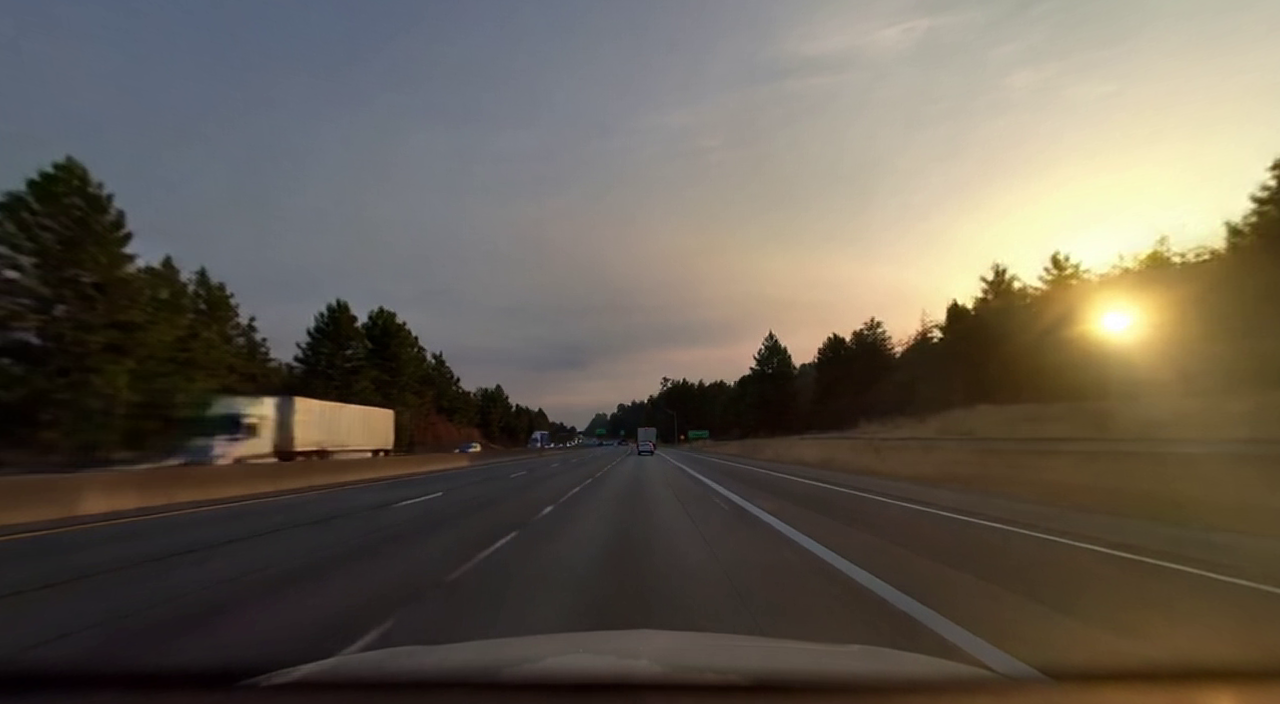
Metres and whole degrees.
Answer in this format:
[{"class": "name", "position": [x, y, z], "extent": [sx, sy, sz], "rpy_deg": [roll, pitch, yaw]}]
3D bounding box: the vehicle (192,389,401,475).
[{"class": "vehicle", "position": [-18.168, 4.661, 35.818], "extent": [2.868, 3.769, 16.534], "rpy_deg": [0, -8, -1]}]
